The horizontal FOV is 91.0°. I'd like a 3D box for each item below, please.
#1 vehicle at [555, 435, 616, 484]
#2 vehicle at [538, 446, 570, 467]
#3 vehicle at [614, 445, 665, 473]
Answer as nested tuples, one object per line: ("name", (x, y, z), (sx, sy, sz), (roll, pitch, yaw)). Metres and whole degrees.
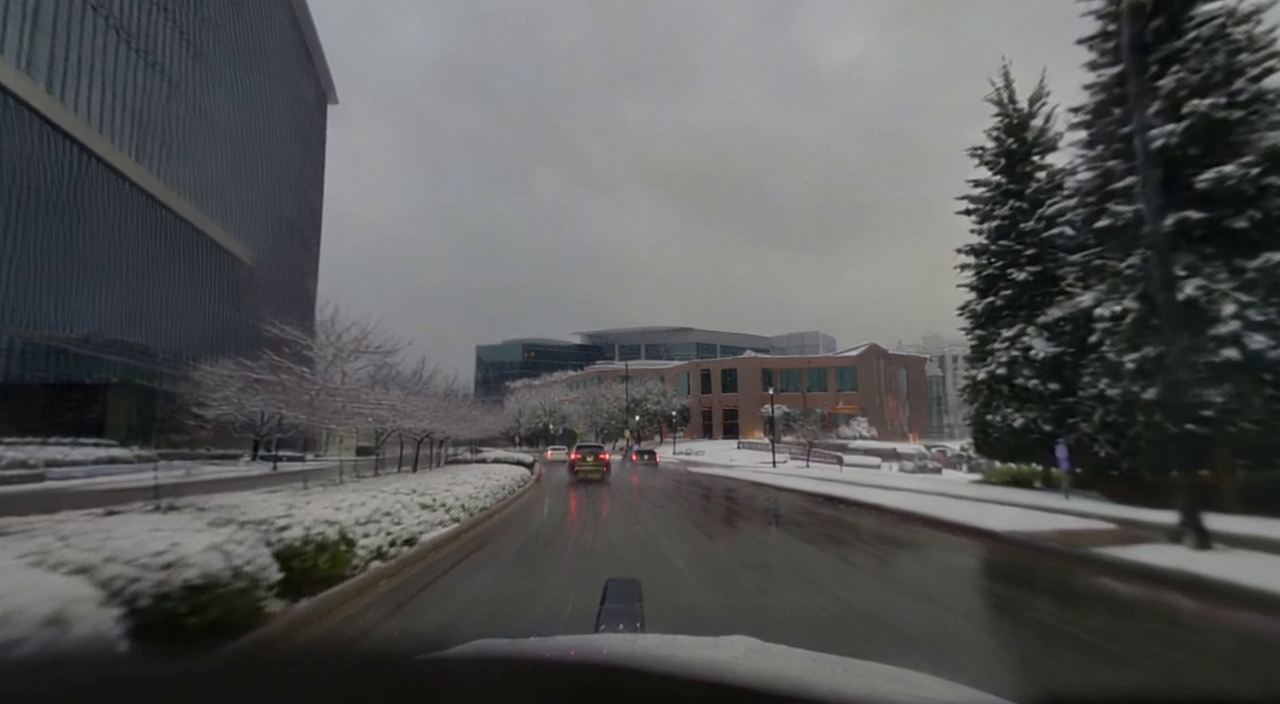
("vehicle", (-2.188, 4.240, 25.032), (2.173, 1.761, 4.374), (1, -9, -6))
("vehicle", (-6.798, 8.166, 49.260), (2.029, 1.515, 4.494), (2, -9, -13))
("vehicle", (-0.102, 6.122, 36.171), (2.116, 1.506, 4.355), (2, -9, -11))
